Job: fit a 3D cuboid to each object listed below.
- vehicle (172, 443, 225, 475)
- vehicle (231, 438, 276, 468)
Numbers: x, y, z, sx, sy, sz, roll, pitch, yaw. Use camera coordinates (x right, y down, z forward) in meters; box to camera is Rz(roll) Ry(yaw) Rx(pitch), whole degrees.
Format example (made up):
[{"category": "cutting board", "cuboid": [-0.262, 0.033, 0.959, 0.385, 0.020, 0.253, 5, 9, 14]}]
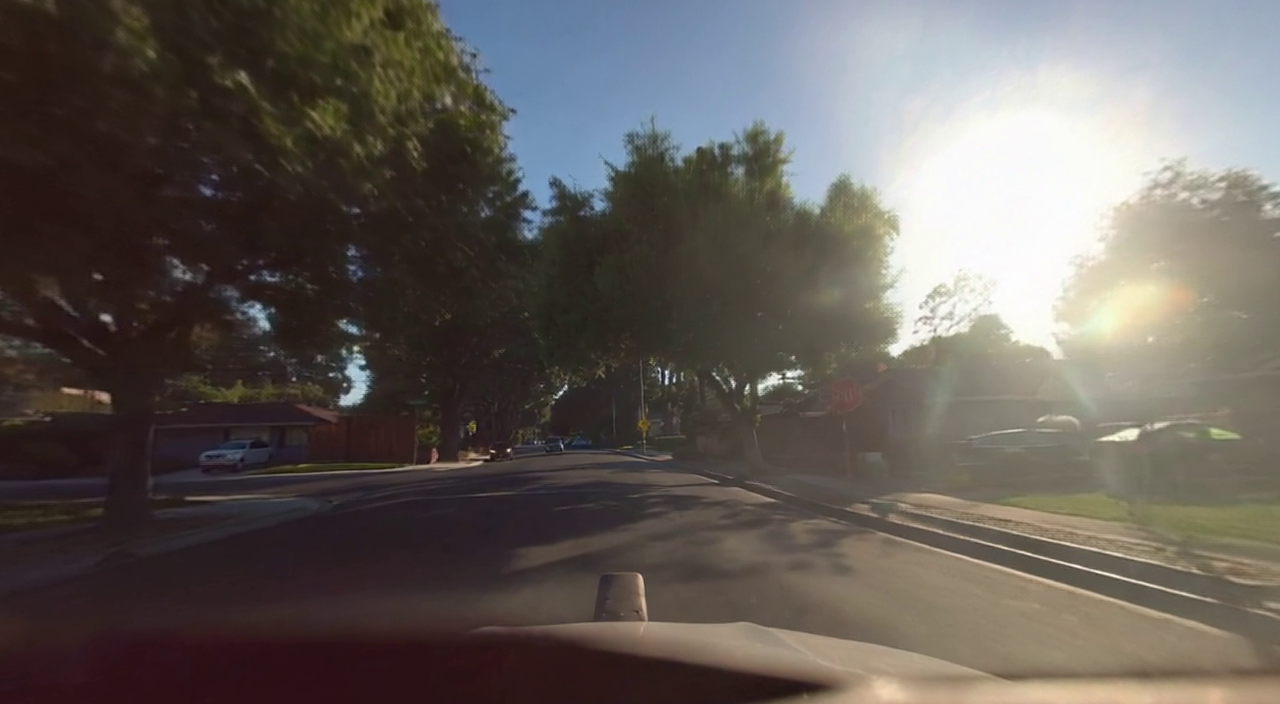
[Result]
[{"category": "vehicle", "cuboid": [-25.151, 6.068, 36.114, 1.883, 1.687, 3.908, 4, -9, -27]}, {"category": "vehicle", "cuboid": [-24.585, 6.420, 40.334, 1.973, 1.787, 5.045, 4, -9, -27]}]
